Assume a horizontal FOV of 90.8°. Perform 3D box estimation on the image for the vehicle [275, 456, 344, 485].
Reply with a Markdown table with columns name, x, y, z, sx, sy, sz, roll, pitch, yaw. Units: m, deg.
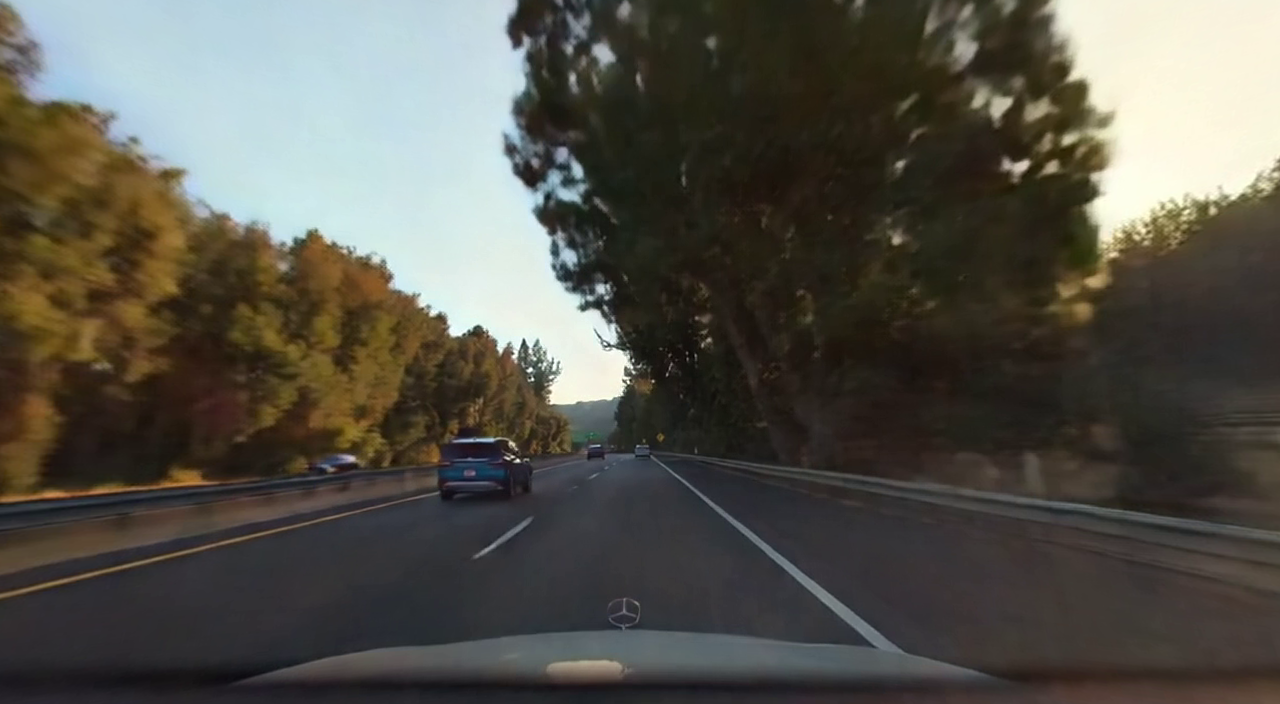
| name | x | y | z | sx | sy | sz | roll | pitch | yaw |
| --- | --- | --- | --- | --- | --- | --- | --- | --- | --- |
| vehicle | -17.072 | 6.108 | 32.770 | 1.629 | 1.393 | 3.517 | 0 | -9 | 1 |

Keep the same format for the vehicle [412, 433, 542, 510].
| name | x | y | z | sx | sy | sz | roll | pitch | yaw |
| --- | --- | --- | --- | --- | --- | --- | --- | --- | --- |
| vehicle | -3.896 | 2.938 | 15.958 | 2.100 | 1.667 | 4.223 | 0 | -9 | 0 |

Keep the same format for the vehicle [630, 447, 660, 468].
| name | x | y | z | sx | sy | sz | roll | pitch | yaw |
| --- | --- | --- | --- | --- | --- | --- | --- | --- | --- |
| vehicle | 0.309 | 7.565 | 45.382 | 2.046 | 1.452 | 4.407 | 0 | -9 | -1 |
